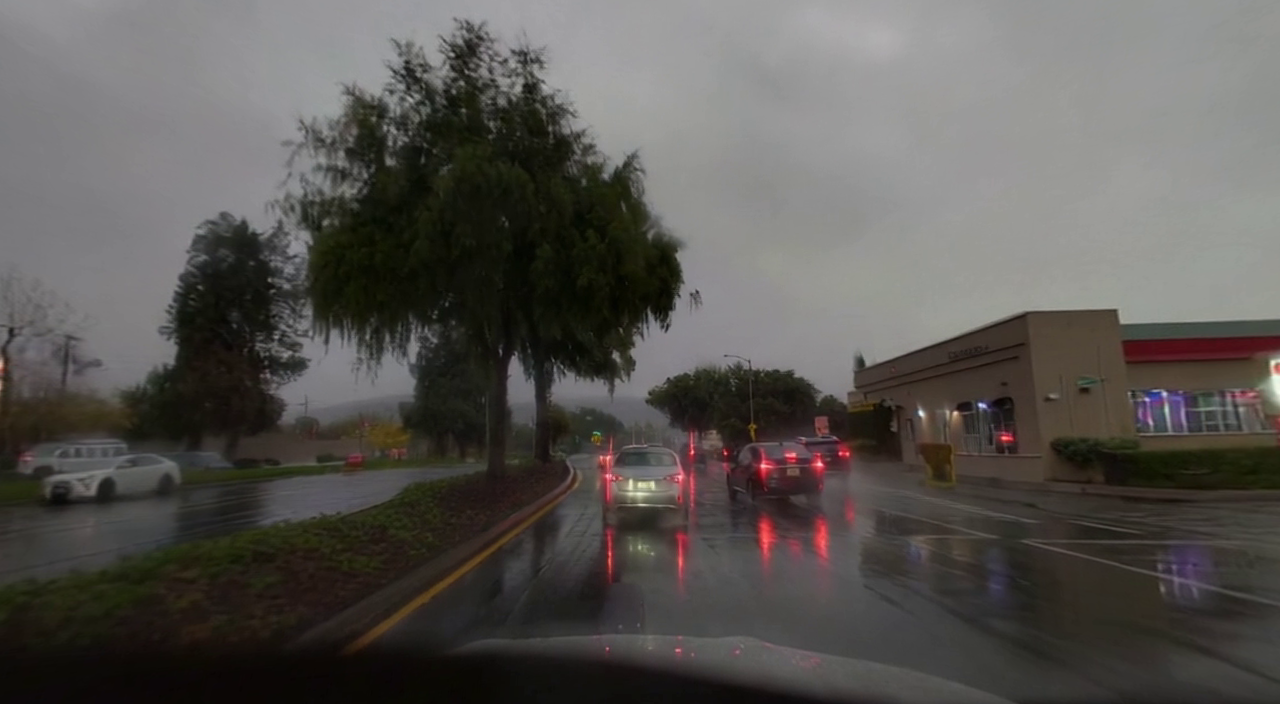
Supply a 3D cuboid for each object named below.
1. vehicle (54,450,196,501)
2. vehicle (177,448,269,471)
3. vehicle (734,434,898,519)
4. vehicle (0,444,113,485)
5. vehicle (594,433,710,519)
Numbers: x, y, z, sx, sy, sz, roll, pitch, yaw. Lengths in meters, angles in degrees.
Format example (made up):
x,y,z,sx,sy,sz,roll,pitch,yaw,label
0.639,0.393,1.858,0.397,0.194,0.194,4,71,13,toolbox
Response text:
x,y,z,sx,sy,sz,roll,pitch,yaw,label
-19.114,4.548,23.721,1.903,1.706,3.994,0,-9,0,vehicle
-28.023,7.217,42.581,4.736,1.491,2.042,0,-8,-2,vehicle
3.435,2.532,13.459,2.124,1.476,4.730,0,-9,0,vehicle
-27.454,5.151,29.056,4.494,1.792,2.037,0,-8,0,vehicle
0.213,2.469,13.063,2.052,1.488,3.779,0,-9,0,vehicle
